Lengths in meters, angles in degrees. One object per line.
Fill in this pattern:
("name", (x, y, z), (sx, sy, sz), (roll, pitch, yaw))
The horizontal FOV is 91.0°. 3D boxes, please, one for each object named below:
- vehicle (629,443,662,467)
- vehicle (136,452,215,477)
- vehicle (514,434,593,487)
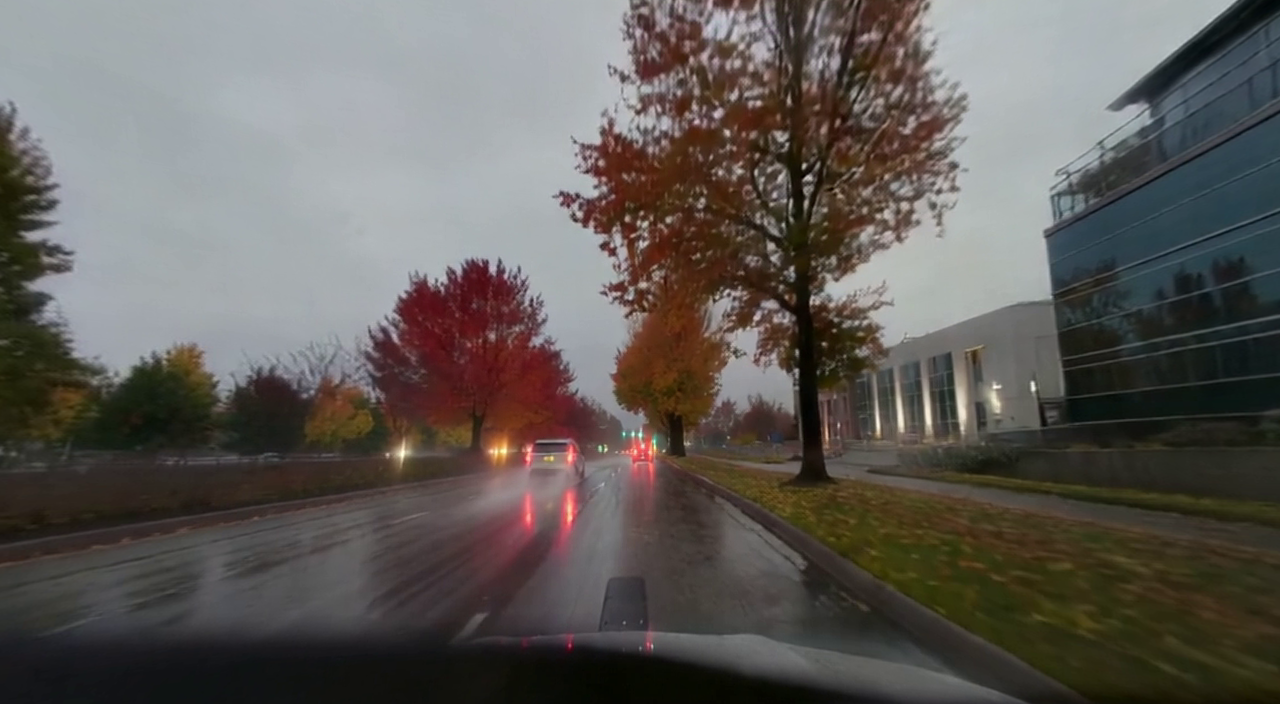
("vehicle", (0.295, 6.661, 41.000), (2.040, 1.493, 3.682), (0, -8, -1))
("vehicle", (-31.039, 7.518, 42.234), (1.927, 1.519, 4.467), (0, -8, -1))
("vehicle", (-2.978, 3.837, 22.672), (2.197, 1.709, 4.069), (-1, -8, 1))
